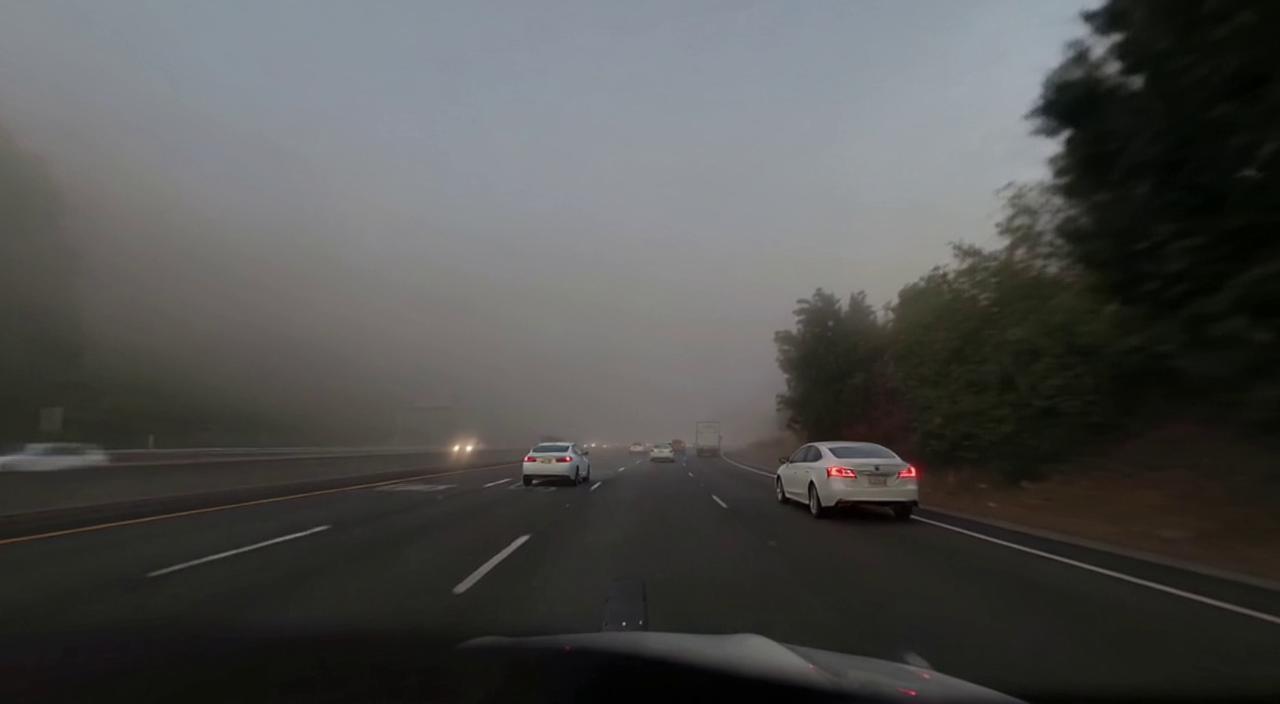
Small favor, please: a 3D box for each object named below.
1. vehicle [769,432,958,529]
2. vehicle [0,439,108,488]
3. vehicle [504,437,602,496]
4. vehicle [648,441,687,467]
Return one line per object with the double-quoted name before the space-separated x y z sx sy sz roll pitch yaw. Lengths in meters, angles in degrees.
"vehicle" 3.953 2.336 12.082 2.013 1.464 4.317 1 -8 0
"vehicle" -23.175 4.171 23.933 1.939 1.706 4.486 0 -8 2
"vehicle" -2.375 3.294 18.618 2.031 1.491 4.792 -1 -8 3
"vehicle" 1.628 6.047 37.628 2.202 1.467 3.929 -1 -8 3
